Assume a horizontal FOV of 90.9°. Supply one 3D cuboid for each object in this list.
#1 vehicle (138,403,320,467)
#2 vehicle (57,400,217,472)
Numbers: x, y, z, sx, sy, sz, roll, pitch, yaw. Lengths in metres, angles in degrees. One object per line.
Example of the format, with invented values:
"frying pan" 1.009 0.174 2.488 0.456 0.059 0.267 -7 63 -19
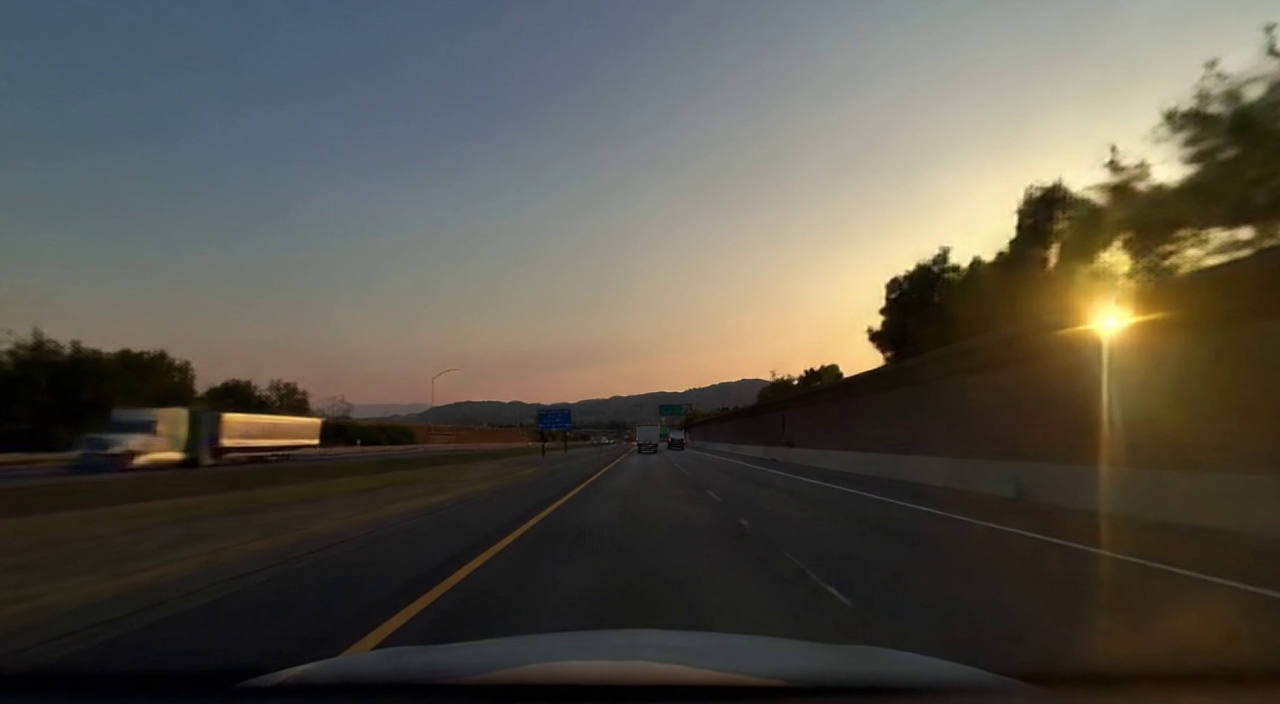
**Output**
"vehicle" -31.288 6.660 49.808 2.899 4.188 16.557 0 -8 2
"vehicle" -31.535 5.401 40.199 3.254 4.072 8.127 0 -8 1
